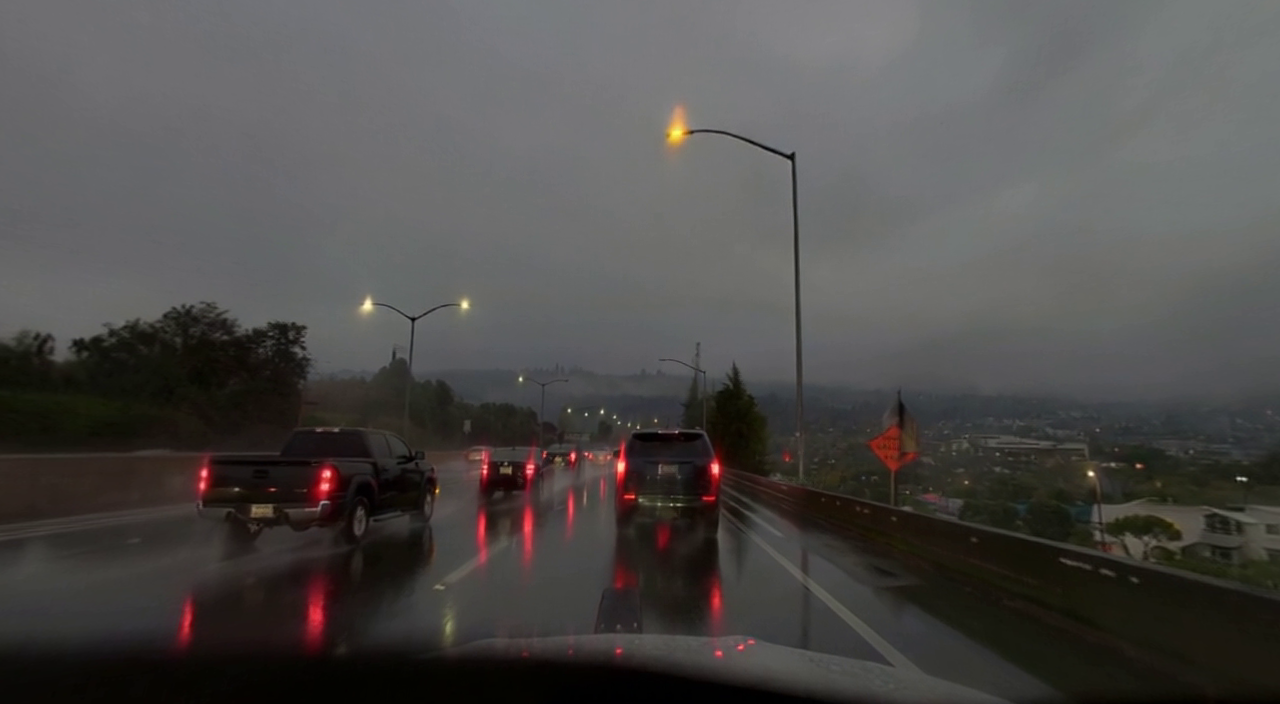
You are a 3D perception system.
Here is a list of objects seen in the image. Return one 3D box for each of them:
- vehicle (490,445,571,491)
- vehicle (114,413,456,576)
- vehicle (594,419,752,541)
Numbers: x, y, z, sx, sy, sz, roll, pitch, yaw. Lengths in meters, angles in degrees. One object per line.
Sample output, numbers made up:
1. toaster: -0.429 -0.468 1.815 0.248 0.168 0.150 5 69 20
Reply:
1. vehicle: -3.733 4.027 22.305 1.868 1.470 4.105 -1 -9 4
2. vehicle: -4.413 1.834 8.913 2.076 1.688 4.334 -1 -9 4
3. vehicle: 0.513 2.160 11.269 2.235 1.716 4.435 0 -9 1
